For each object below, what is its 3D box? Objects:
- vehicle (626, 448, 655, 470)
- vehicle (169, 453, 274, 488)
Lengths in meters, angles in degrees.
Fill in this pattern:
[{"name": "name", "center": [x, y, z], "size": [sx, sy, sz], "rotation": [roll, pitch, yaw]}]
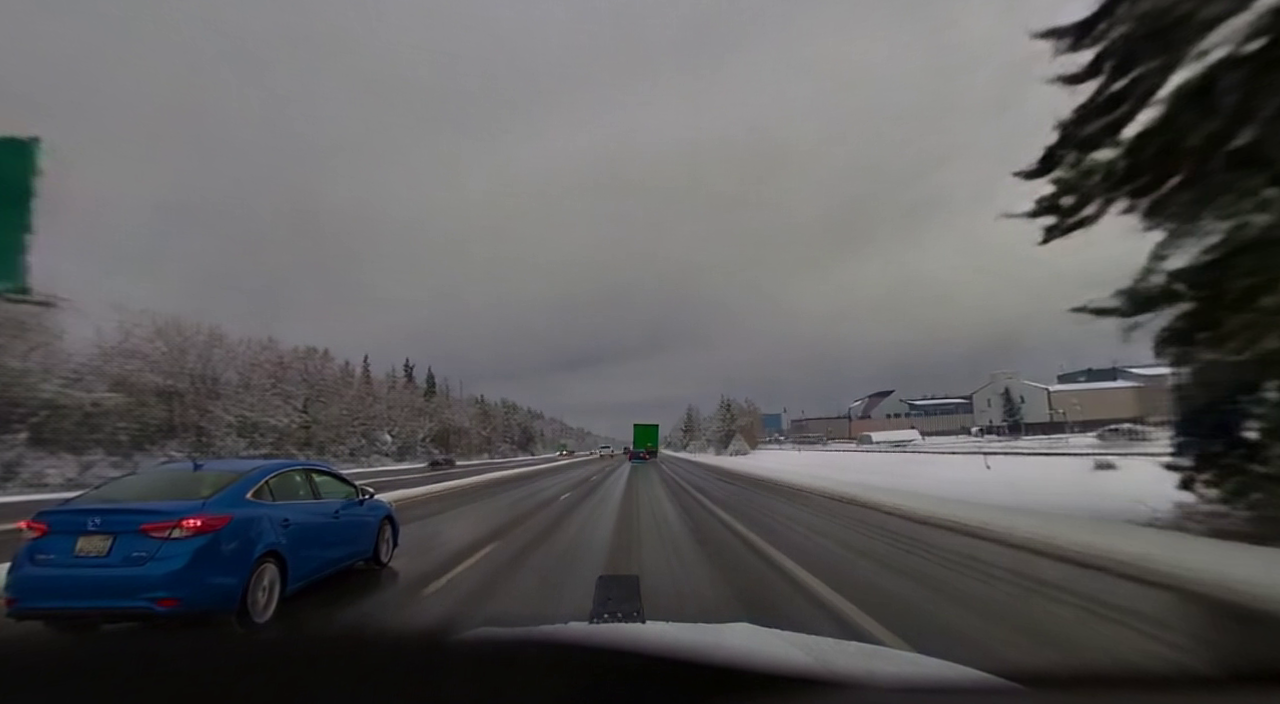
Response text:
[{"name": "vehicle", "center": [0.054, 8.110, 47.927], "size": [2.094, 1.559, 3.945], "rotation": [-1, -9, 0]}, {"name": "vehicle", "center": [-19.939, 5.636, 30.289], "size": [1.859, 1.499, 4.524], "rotation": [-1, -9, 2]}]
